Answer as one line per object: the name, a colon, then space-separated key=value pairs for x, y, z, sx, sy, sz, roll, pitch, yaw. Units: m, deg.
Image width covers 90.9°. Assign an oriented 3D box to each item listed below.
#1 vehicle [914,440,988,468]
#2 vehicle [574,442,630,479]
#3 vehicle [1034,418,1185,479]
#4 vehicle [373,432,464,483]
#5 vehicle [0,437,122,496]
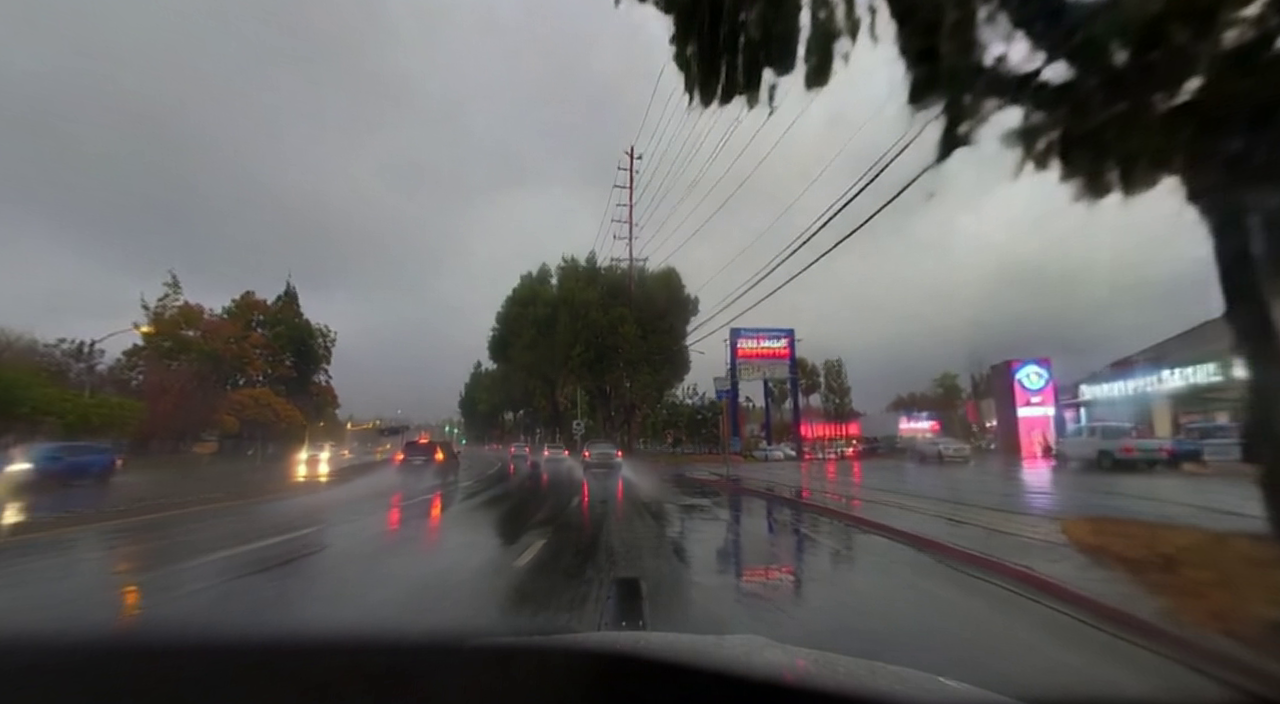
vehicle: x=17.520 y=5.757 z=35.816 sx=1.795 sy=1.485 sz=4.601 roll=0 pitch=-8 yaw=-1
vehicle: x=-1.756 y=4.685 z=27.602 sx=2.130 sy=1.476 sz=4.453 roll=1 pitch=-9 yaw=-8
vehicle: x=16.612 y=3.564 z=22.708 sx=1.863 sy=1.889 sz=4.839 roll=-2 pitch=-11 yaw=4
vehicle: x=-8.393 y=4.048 z=24.386 sx=2.195 sy=1.752 sz=4.515 roll=1 pitch=-9 yaw=-5
vehicle: x=-22.859 y=4.278 z=23.817 sx=2.236 sy=1.962 sz=5.539 roll=-1 pitch=-8 yaw=-5
